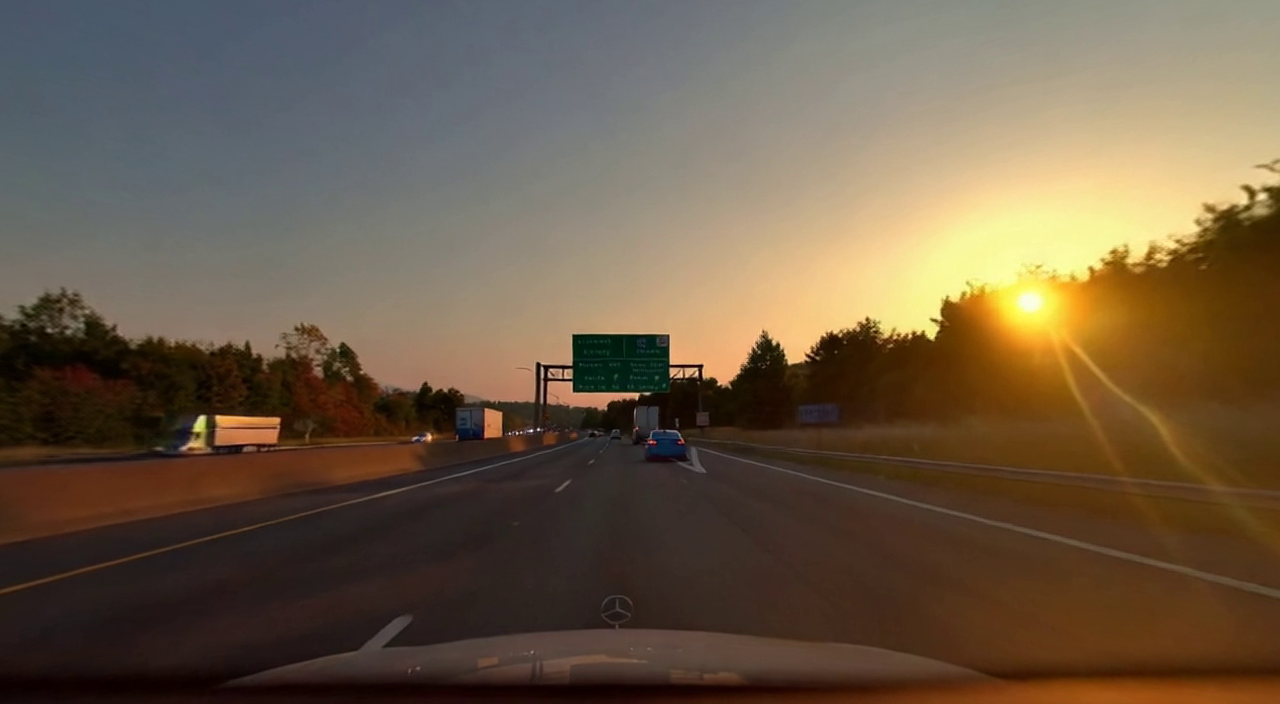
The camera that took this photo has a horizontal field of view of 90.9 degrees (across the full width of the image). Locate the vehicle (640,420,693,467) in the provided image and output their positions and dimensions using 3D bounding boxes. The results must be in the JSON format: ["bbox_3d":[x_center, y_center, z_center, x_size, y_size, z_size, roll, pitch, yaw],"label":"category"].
[{"bbox_3d":[1.110,4.118,28.561,2.076,1.914,4.287,0,-8,-2],"label":"vehicle"}]
